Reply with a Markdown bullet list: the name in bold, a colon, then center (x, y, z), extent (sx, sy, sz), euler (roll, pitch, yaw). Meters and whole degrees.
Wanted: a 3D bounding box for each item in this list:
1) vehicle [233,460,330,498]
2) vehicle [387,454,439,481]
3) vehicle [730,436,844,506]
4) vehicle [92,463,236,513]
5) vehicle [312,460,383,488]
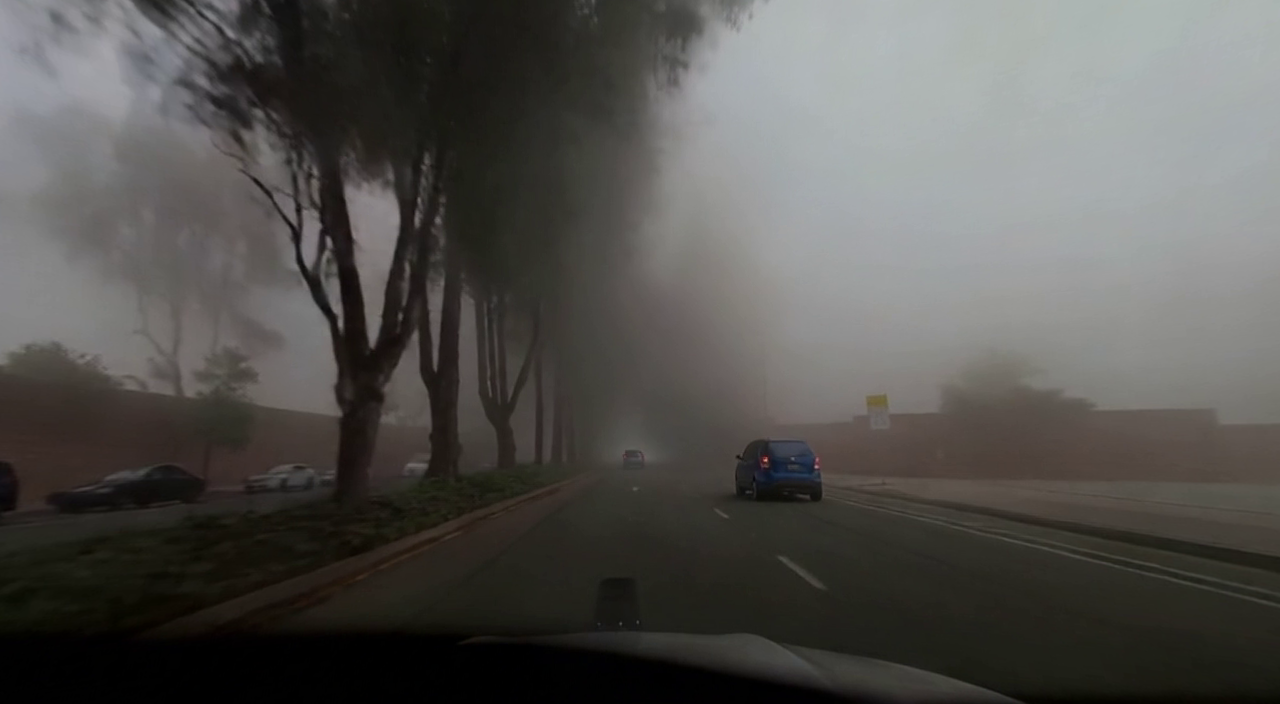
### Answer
- **vehicle**: center (-17.468, 6.188, 31.076), extent (2.099, 1.558, 4.533), euler (-1, -8, 0)
- **vehicle**: center (-17.412, 8.886, 48.743), extent (2.096, 1.816, 5.362), euler (-4, -9, -1)
- **vehicle**: center (4.074, 3.386, 18.407), extent (2.155, 1.752, 4.456), euler (0, -9, -1)
- **vehicle**: center (-17.097, 4.870, 22.998), extent (1.933, 1.494, 4.259), euler (0, -8, 0)
- **vehicle**: center (-17.687, 7.397, 38.500), extent (2.071, 1.489, 4.724), euler (-1, -9, 0)
